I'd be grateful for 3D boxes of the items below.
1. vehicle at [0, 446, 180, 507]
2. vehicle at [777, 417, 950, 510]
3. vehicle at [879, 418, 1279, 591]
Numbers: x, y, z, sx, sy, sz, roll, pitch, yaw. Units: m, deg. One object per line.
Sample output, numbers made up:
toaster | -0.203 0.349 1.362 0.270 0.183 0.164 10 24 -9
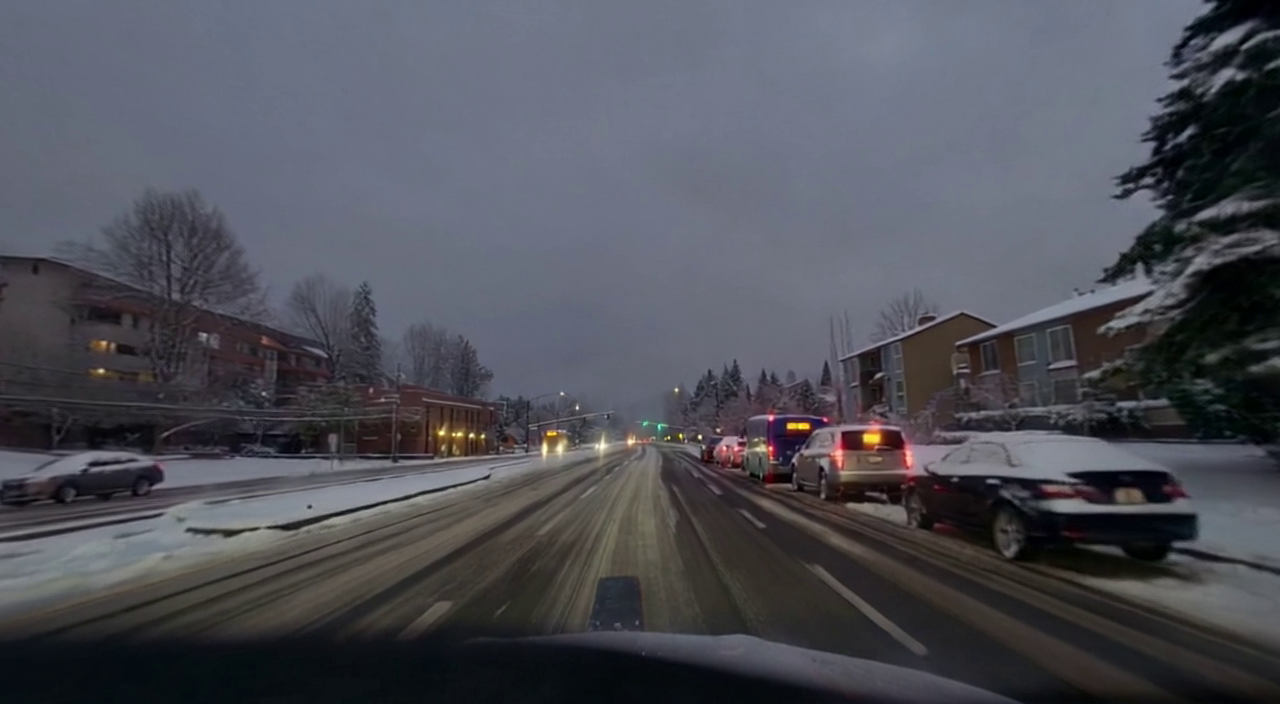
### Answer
vehicle | -18.996 4.195 21.885 2.166 1.804 4.897 -1 -8 3
vehicle | 4.803 2.496 14.505 2.304 1.760 4.630 0 -8 1
vehicle | 4.789 1.645 7.730 1.973 1.465 4.440 0 -8 0
